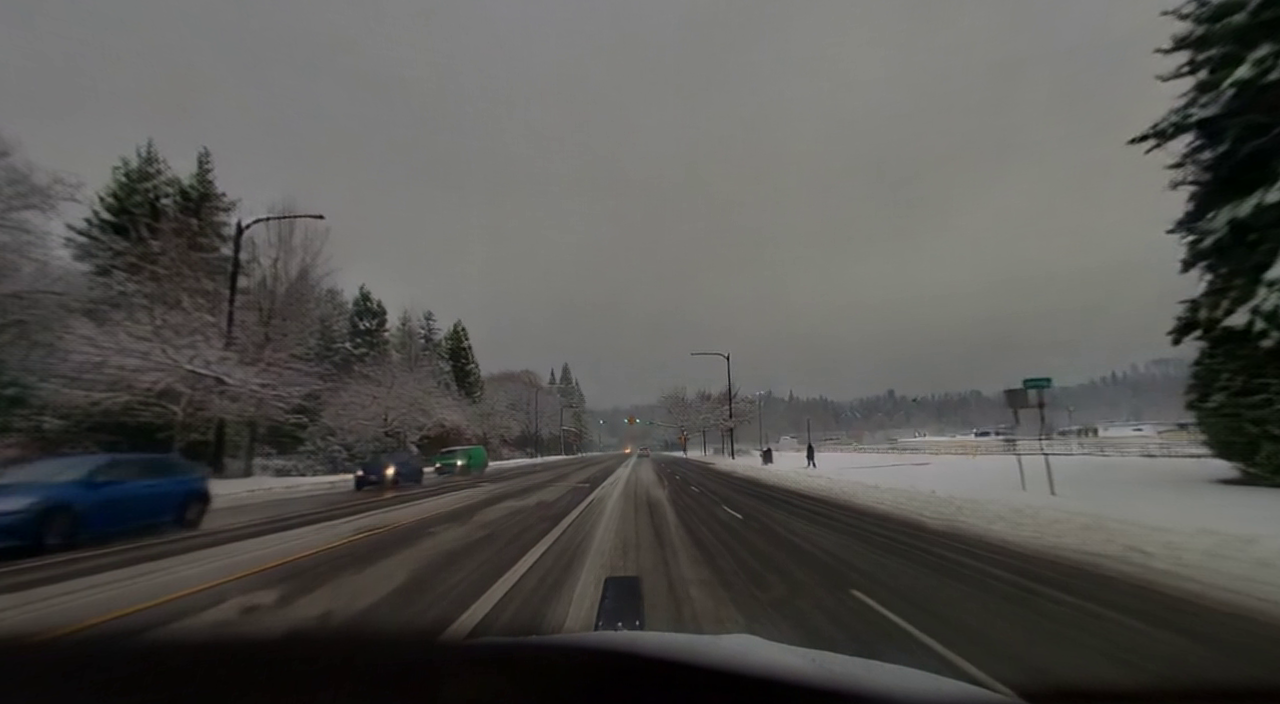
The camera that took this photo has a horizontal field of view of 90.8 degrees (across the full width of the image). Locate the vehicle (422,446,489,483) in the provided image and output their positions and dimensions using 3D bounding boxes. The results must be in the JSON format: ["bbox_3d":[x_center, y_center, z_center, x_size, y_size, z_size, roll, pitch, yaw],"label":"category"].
[{"bbox_3d":[-9.152,5.587,31.703,2.066,1.709,4.509,0,-9,-1],"label":"vehicle"}]

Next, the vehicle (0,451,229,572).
[{"bbox_3d":[-8.861,2.290,9.850,1.959,1.469,4.369,0,-9,0],"label":"vehicle"}]

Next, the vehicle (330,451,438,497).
[{"bbox_3d":[-8.919,4.281,22.490,1.940,1.452,4.441,0,-9,1],"label":"vehicle"}]
